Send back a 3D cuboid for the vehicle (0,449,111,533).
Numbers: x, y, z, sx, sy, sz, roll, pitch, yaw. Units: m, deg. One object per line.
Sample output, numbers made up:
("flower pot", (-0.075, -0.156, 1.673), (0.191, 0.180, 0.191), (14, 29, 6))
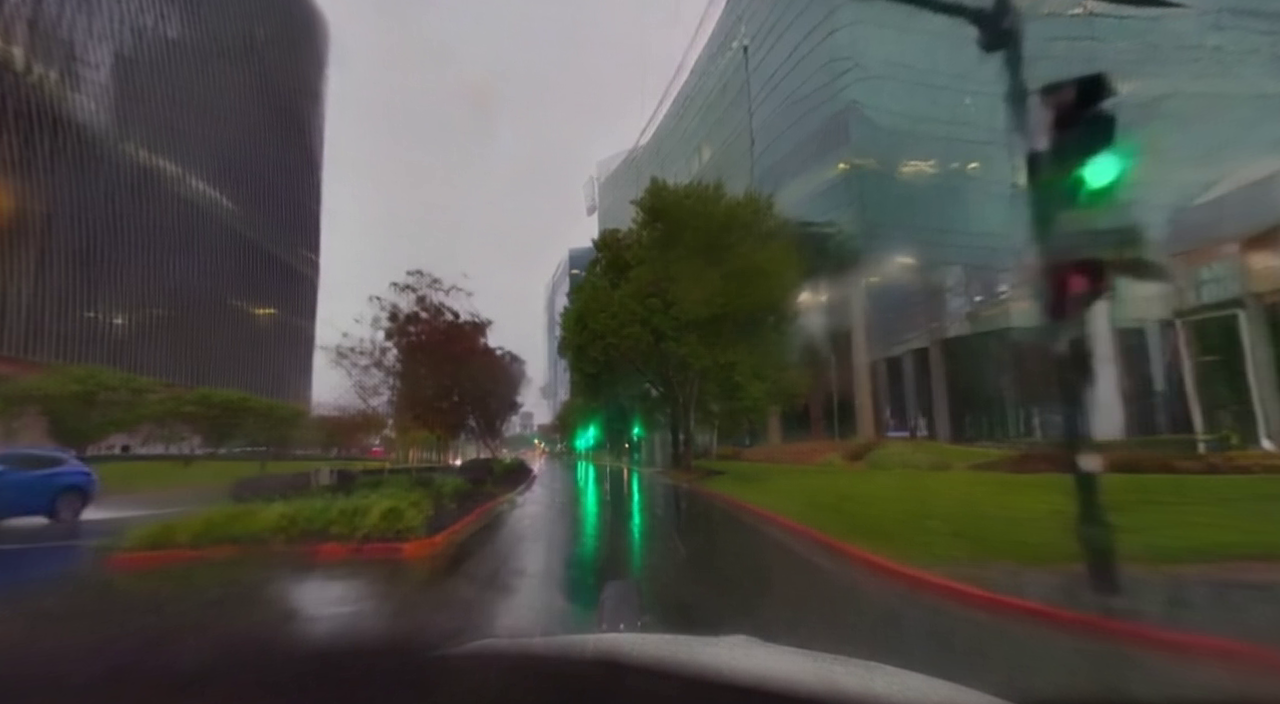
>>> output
("vehicle", (-12.683, 2.601, 11.833), (1.906, 1.502, 4.396), (1, -8, -5))
